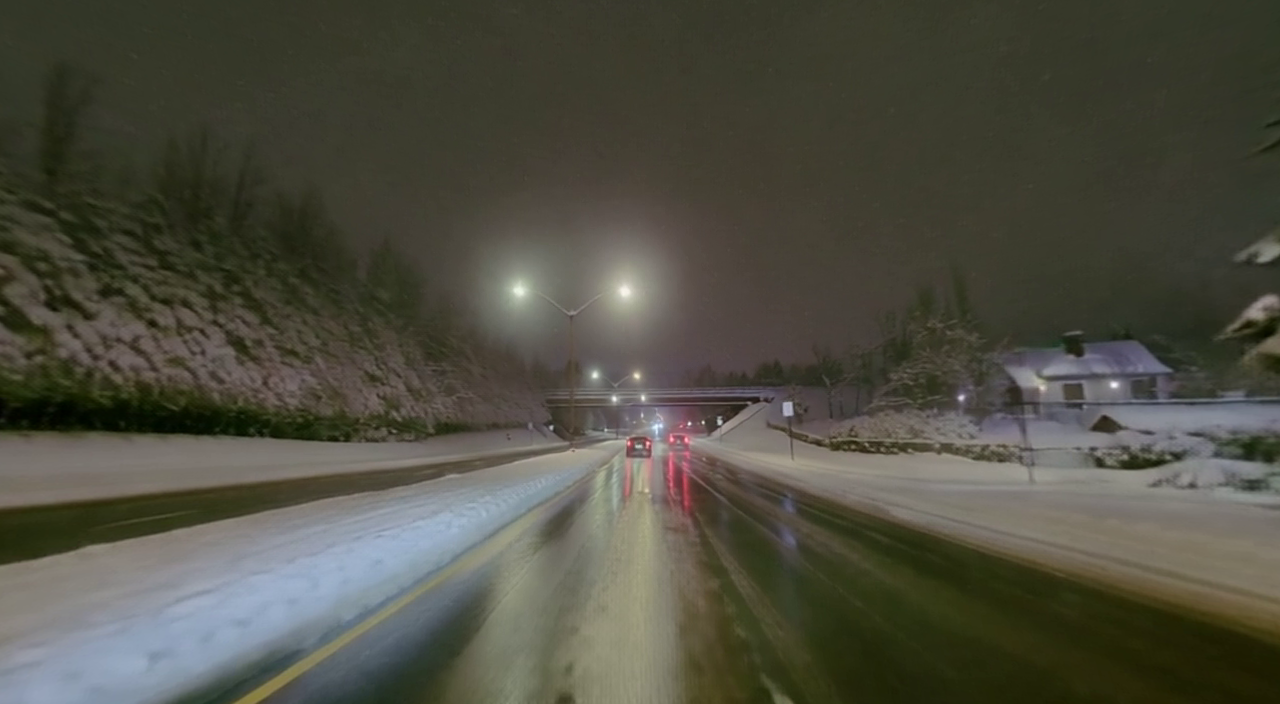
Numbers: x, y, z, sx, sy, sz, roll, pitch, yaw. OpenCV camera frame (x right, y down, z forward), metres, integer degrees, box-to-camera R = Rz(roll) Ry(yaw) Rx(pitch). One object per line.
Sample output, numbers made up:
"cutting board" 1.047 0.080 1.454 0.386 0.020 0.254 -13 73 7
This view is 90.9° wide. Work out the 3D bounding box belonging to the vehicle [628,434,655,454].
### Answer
"vehicle" 0.117 7.228 49.509 2.039 1.462 4.203 0 -8 0
